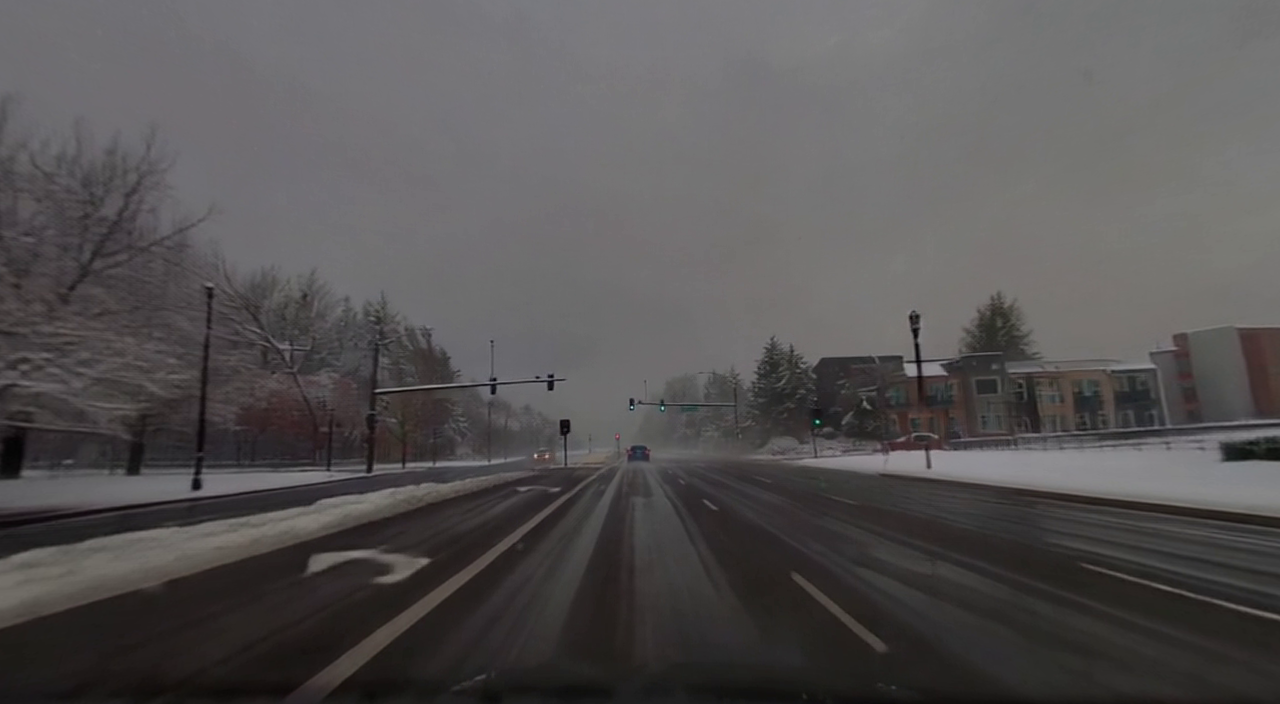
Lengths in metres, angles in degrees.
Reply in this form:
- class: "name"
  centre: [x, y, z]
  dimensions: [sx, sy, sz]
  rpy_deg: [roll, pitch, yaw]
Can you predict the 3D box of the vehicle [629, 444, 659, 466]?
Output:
- class: "vehicle"
  centre: [0.312, 7.405, 45.262]
  dimensions: [2.064, 1.477, 3.968]
  rpy_deg: [0, -8, 1]
